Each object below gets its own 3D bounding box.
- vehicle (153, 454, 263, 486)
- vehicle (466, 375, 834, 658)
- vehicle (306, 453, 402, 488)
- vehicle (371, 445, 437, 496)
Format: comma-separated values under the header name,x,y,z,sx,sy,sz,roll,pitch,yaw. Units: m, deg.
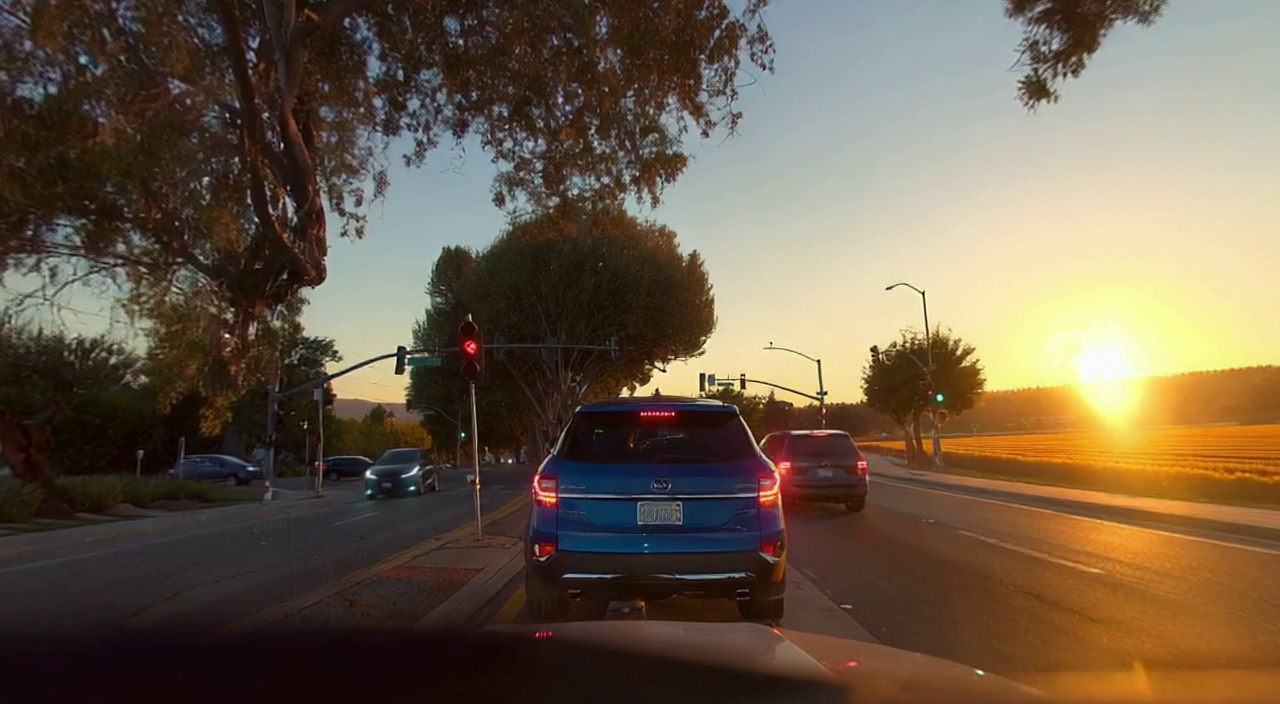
name,x,y,z,sx,sy,sz,roll,pitch,yaw
vehicle,-23.990,6.555,35.131,4.605,1.626,2.251,-1,-8,6
vehicle,0.062,1.334,6.112,2.298,1.770,4.138,0,-8,0
vehicle,-13.696,5.603,30.097,4.559,1.458,2.265,-7,-11,38
vehicle,-8.717,4.327,23.558,2.026,1.680,4.608,3,-9,-18
